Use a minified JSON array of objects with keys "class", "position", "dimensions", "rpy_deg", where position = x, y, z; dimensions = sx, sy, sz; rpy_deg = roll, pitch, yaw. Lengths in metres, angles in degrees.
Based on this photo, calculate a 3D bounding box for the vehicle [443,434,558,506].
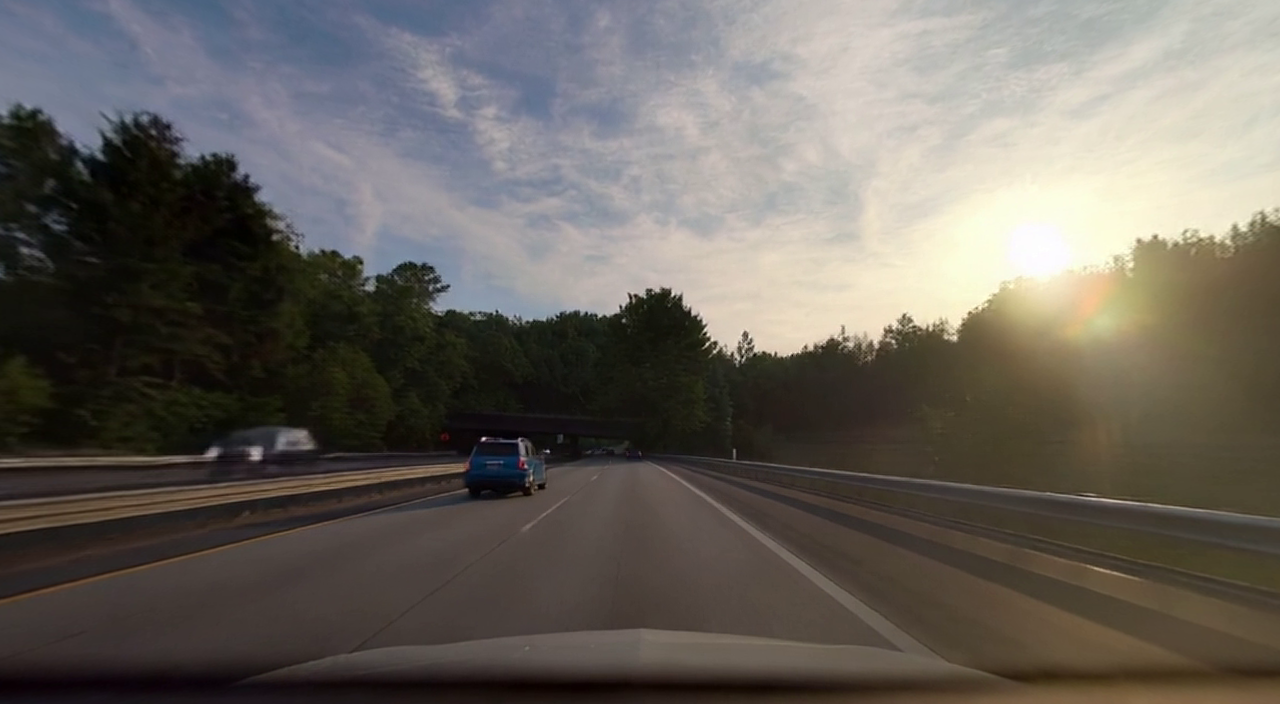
[{"class":"vehicle","position":[-3.709,3.251,17.762],"dimensions":[2.135,1.755,4.476],"rpy_deg":[0,-9,1]}]

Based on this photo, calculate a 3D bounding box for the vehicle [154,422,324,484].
[{"class":"vehicle","position":[-12.022,3.102,19.415],"dimensions":[2.072,1.634,4.756],"rpy_deg":[0,-9,0]}]
